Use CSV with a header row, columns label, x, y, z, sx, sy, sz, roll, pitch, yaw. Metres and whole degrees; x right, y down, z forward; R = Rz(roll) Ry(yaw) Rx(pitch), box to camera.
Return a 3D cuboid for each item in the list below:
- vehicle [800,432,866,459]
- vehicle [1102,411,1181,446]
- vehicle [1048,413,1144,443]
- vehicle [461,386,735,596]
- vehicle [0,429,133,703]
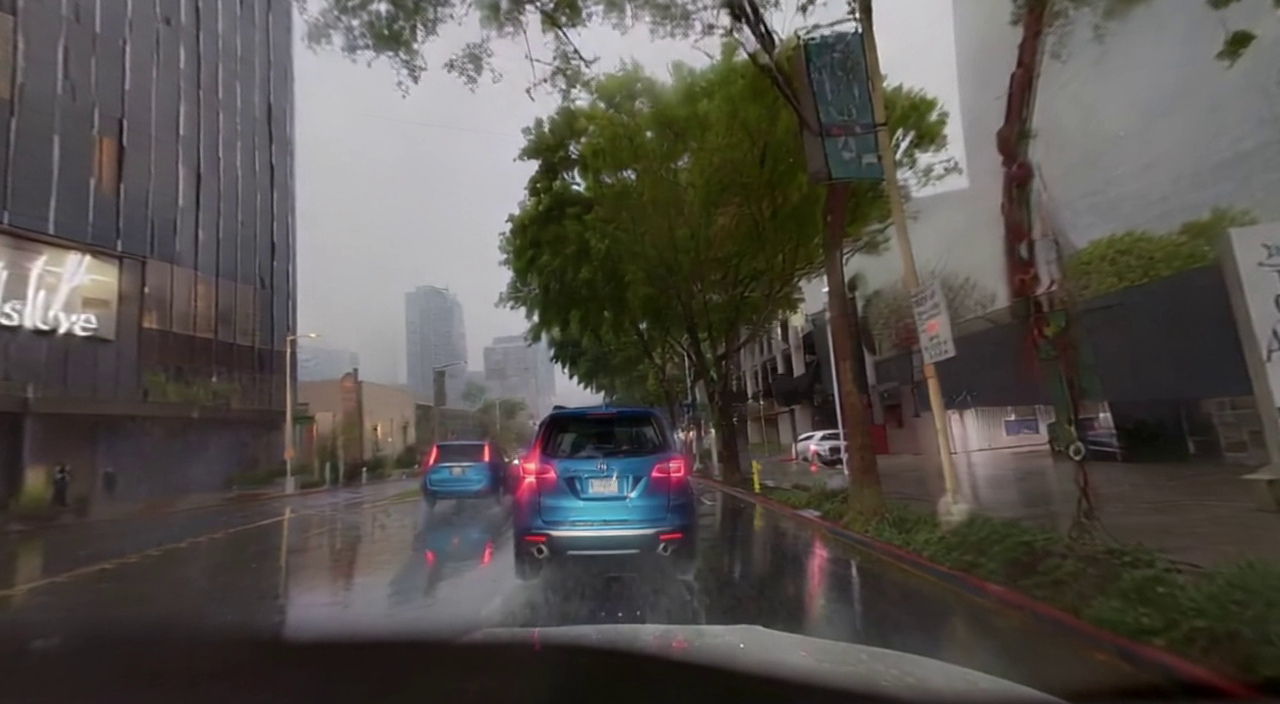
label,x,y,z,sx,sy,sz,roll,pitch,yaw
vehicle,10.827,5.232,35.323,1.877,1.416,3.965,-9,-12,43
vehicle,23.371,3.591,29.399,4.168,1.514,1.811,6,-11,-37
vehicle,24.511,4.103,34.014,3.826,1.544,1.754,0,-9,-5
vehicle,-0.462,1.609,8.149,2.531,1.930,4.382,0,-8,-2
vehicle,-4.090,0.915,1.727,1.878,1.461,4.432,0,-9,-3
